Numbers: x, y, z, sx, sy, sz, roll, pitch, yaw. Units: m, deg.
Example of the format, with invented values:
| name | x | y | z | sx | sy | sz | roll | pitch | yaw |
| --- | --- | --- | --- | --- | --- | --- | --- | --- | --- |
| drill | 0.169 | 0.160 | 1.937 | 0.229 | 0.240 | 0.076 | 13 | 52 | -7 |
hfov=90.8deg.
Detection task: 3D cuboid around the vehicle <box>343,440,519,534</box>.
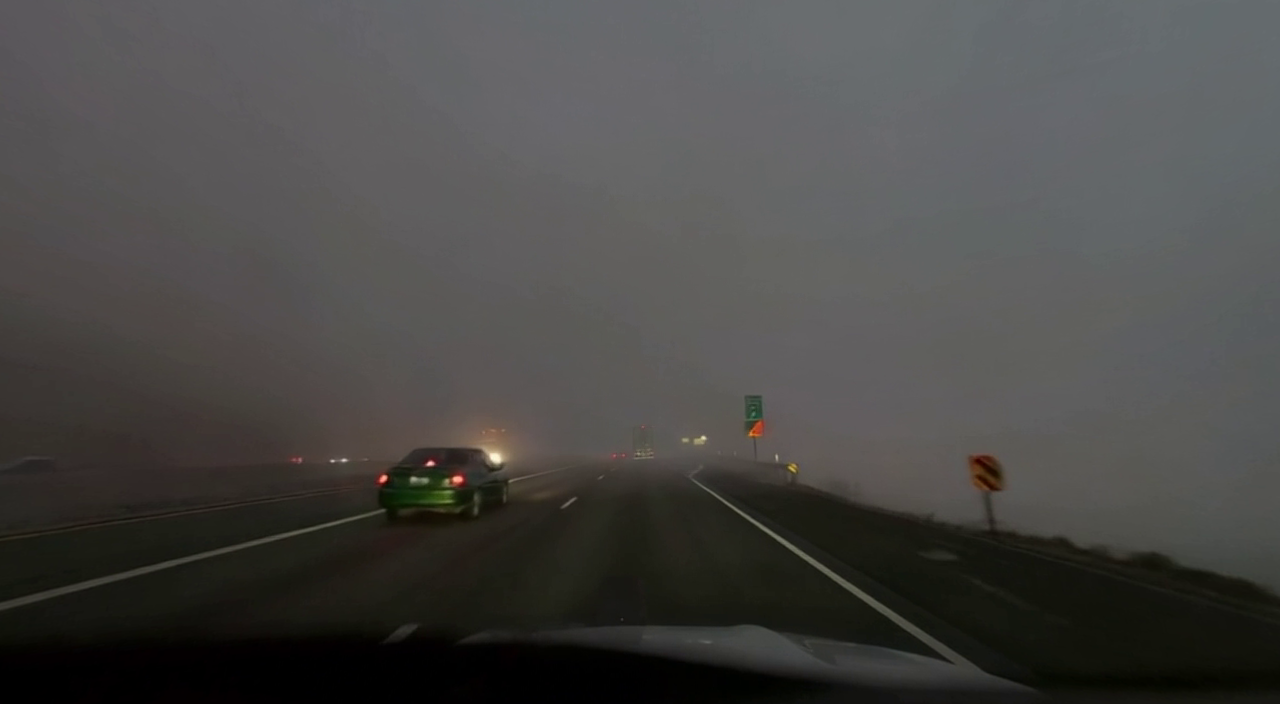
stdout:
| name | x | y | z | sx | sy | sz | roll | pitch | yaw |
| --- | --- | --- | --- | --- | --- | --- | --- | --- | --- |
| vehicle | -3.718 | 2.469 | 12.121 | 1.886 | 1.465 | 4.119 | 0 | -9 | 1 |
